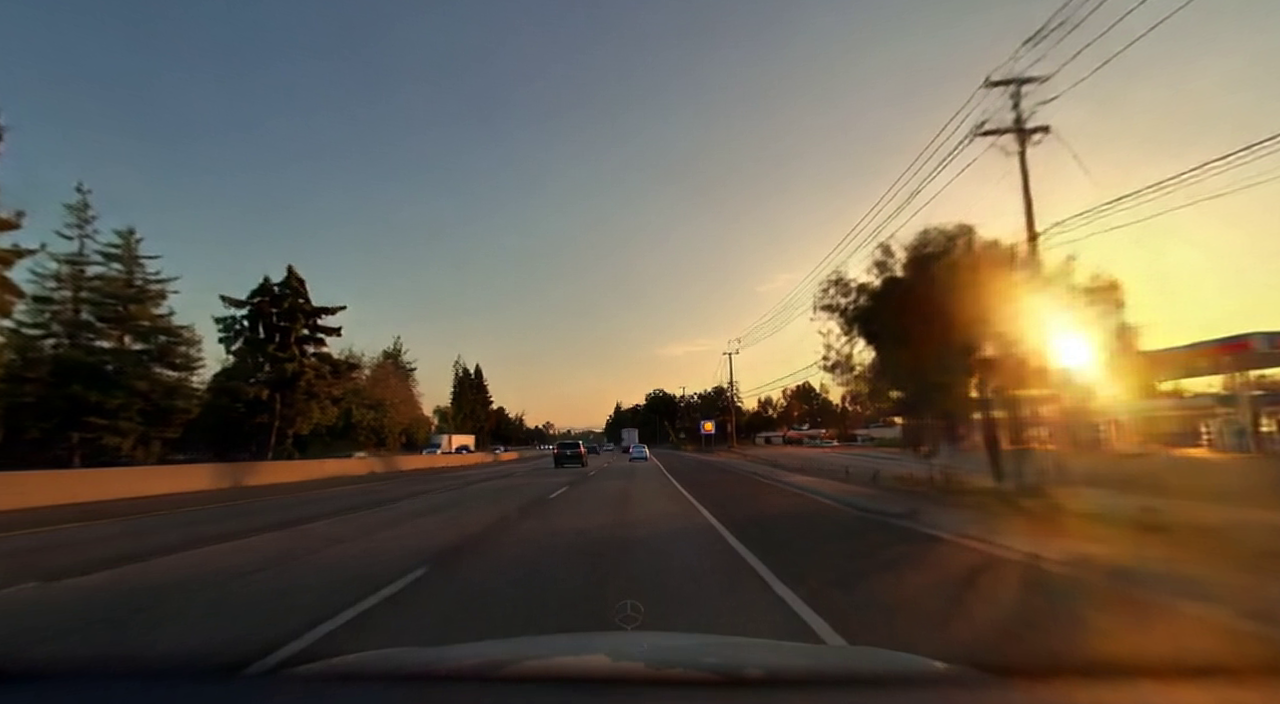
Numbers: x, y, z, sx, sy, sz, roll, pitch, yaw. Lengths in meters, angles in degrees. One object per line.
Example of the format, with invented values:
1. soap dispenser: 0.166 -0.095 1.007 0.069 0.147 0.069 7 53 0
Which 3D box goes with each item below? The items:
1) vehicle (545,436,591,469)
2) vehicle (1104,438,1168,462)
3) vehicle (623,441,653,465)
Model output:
1. vehicle: -4.365 6.201 39.057 2.273 1.884 4.515 0 -8 0
2. vehicle: 34.537 6.837 43.860 4.744 1.460 2.103 7 -15 -36
3. vehicle: -0.168 7.029 44.012 1.982 1.524 3.800 0 -8 -2
